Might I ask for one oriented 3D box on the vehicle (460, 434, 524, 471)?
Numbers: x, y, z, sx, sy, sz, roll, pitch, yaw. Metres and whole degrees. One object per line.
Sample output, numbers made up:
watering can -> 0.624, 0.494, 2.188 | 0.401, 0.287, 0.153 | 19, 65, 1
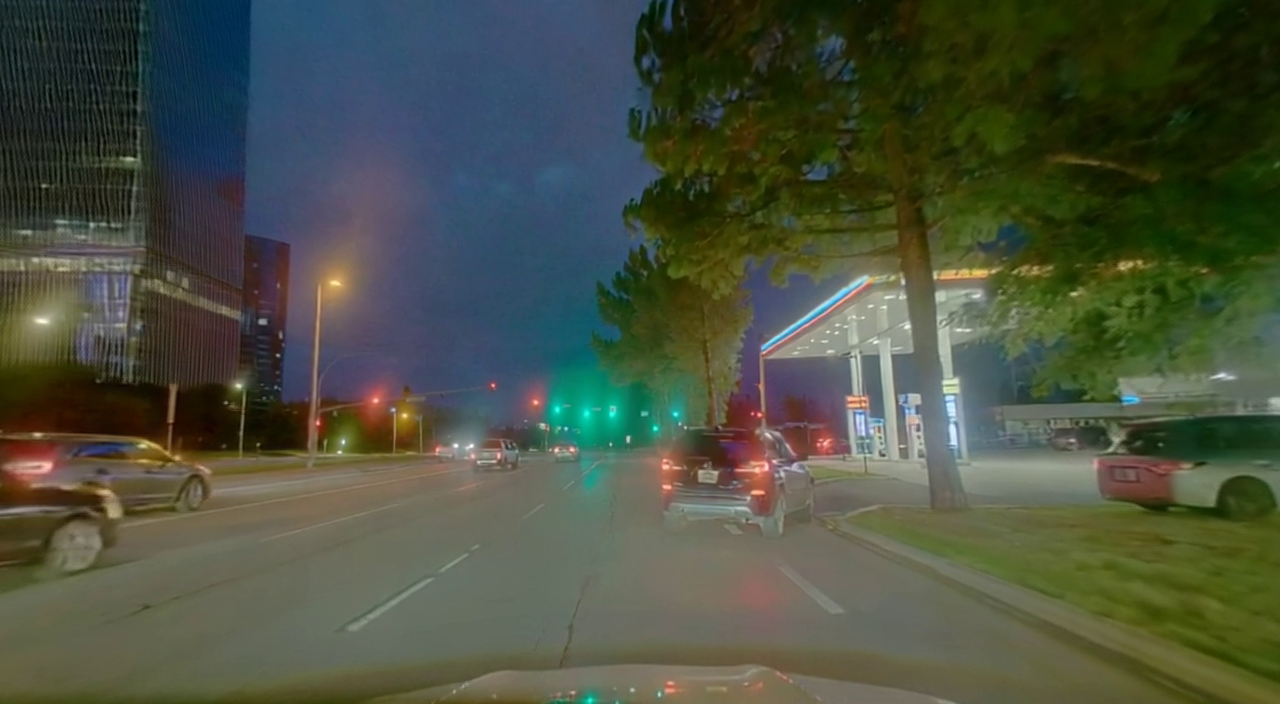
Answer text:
vehicle -> -6.977, 4.783, 30.122 | 2.018, 1.658, 4.391 | 0, -9, -1

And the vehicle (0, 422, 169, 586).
vehicle -> -6.764, 1.339, 5.431 | 1.900, 1.473, 4.425 | 0, -9, 2

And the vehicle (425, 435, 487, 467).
vehicle -> -10.235, 5.554, 35.450 | 2.068, 1.659, 4.509 | 0, -9, 1

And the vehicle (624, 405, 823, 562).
vehicle -> 1.554, 1.857, 9.662 | 2.169, 1.751, 4.613 | -3, -9, 18

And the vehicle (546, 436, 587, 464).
vehicle -> -4.552, 6.184, 39.840 | 2.081, 1.698, 4.362 | 0, -9, 0

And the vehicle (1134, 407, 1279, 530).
vehicle -> 10.324, 1.639, 8.668 | 5.052, 1.482, 2.266 | 1, -10, 3
